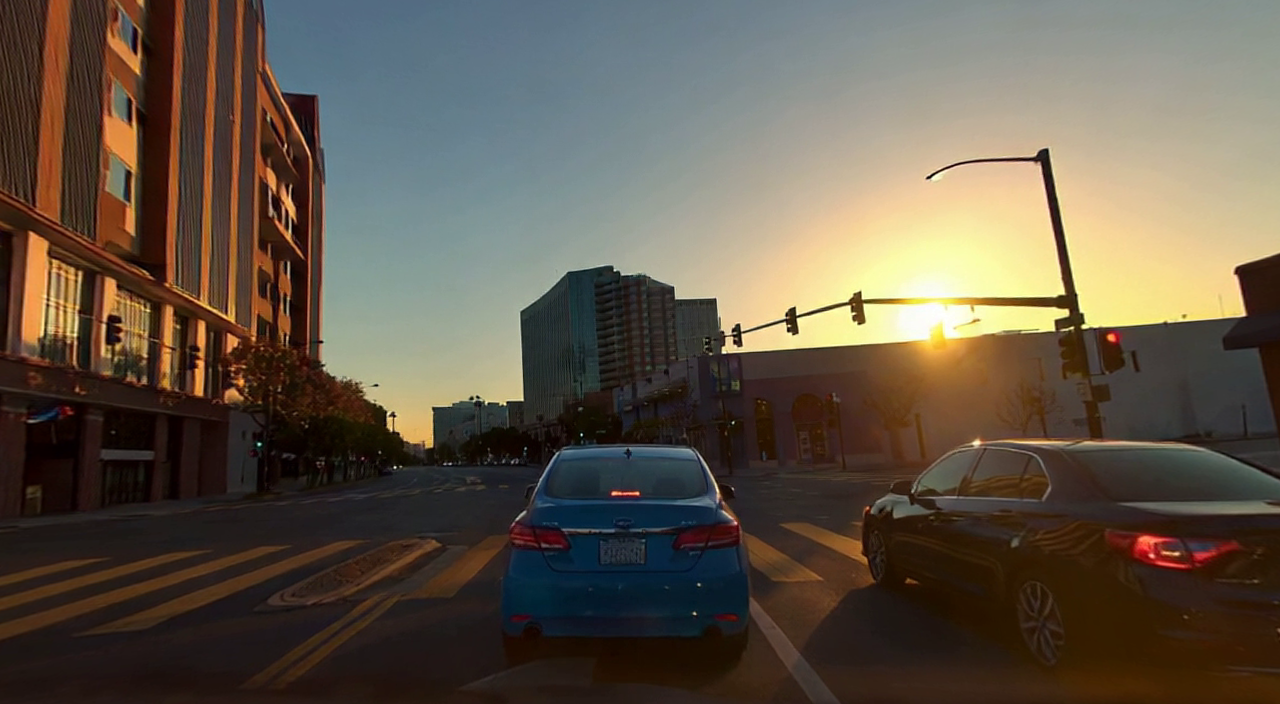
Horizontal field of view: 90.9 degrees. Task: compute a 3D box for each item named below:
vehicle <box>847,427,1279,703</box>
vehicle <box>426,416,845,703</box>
[{"bbox_3d":[3.353,1.387,5.116,1.860,1.430,4.089,0,-8,-1],"label":"vehicle"},{"bbox_3d":[-0.064,1.373,5.266,2.094,1.481,4.078,0,-8,-1],"label":"vehicle"}]
